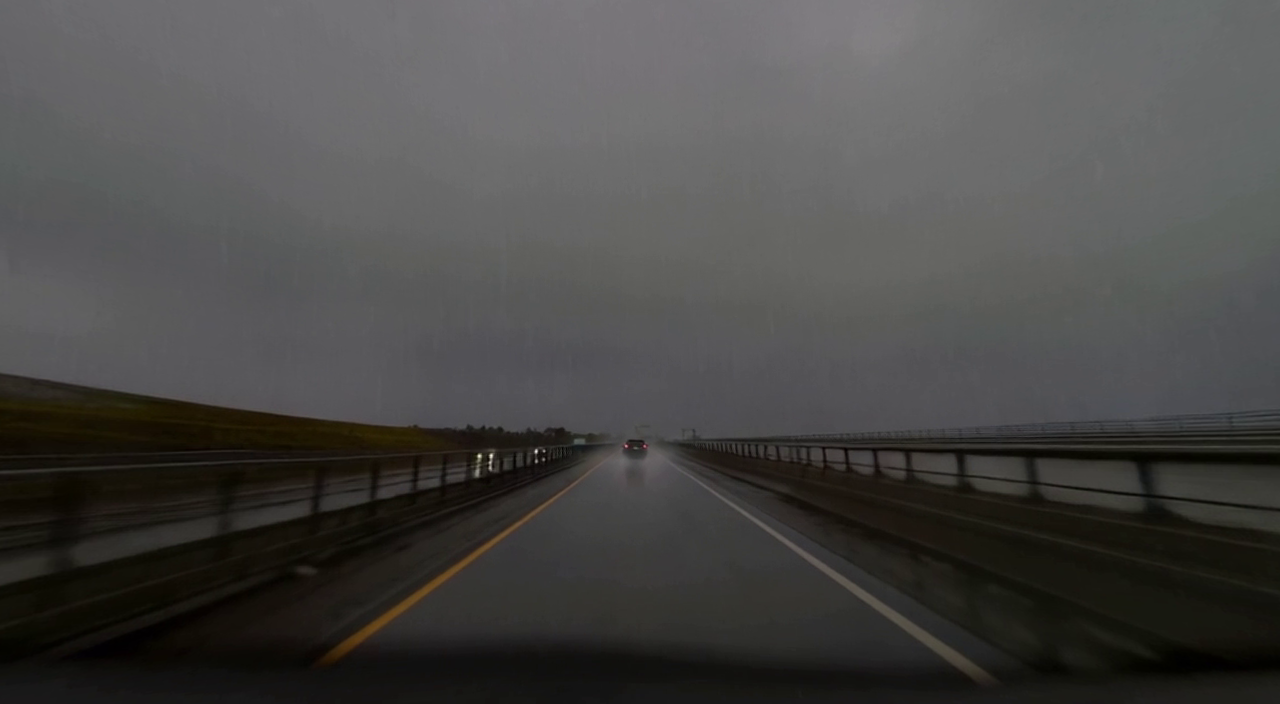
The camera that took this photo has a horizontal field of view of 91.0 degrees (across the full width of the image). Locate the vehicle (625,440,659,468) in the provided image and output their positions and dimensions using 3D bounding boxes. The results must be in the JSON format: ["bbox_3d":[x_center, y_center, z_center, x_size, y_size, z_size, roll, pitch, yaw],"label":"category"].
[{"bbox_3d":[0.114,6.604,41.023,2.059,1.696,4.165,0,-8,0],"label":"vehicle"}]
